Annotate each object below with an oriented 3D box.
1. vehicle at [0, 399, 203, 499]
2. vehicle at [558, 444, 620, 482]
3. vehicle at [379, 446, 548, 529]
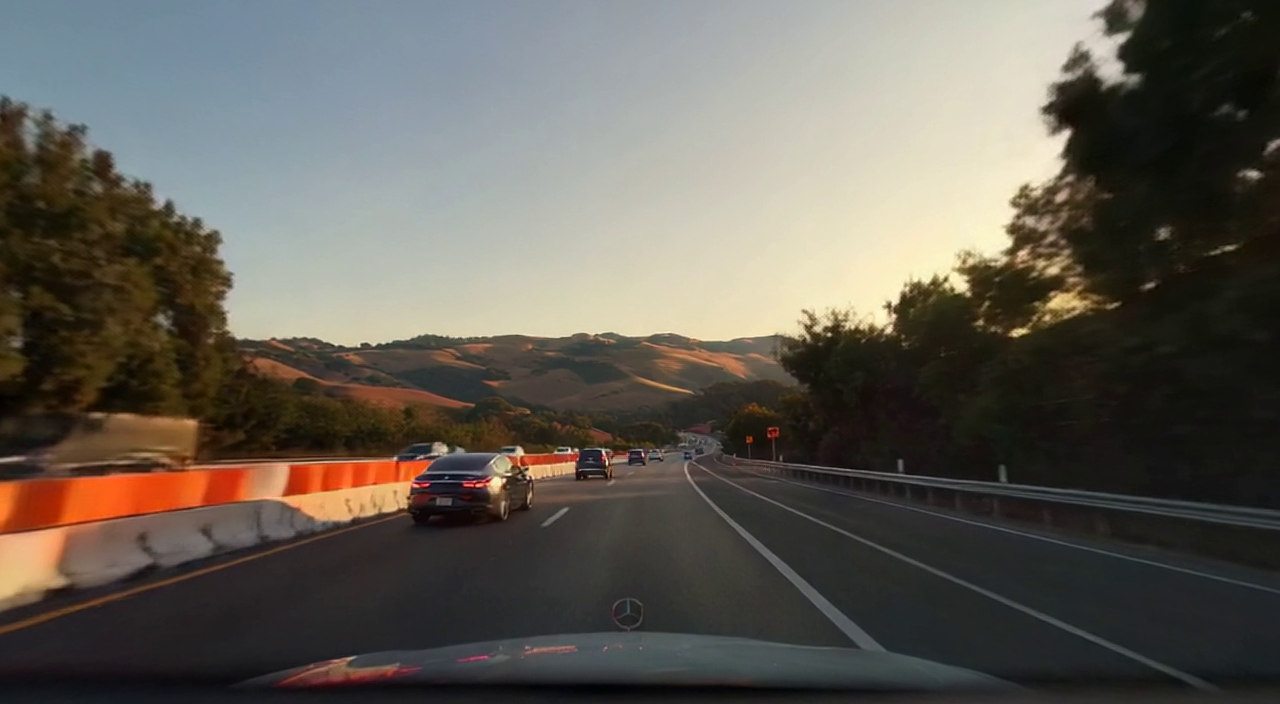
[{"bbox_3d":[-17.012,2.966,19.374,2.367,2.544,6.211,-1,-9,3],"label":"vehicle"},{"bbox_3d":[-2.088,4.747,27.139,2.094,1.480,4.124,-1,-9,3],"label":"vehicle"},{"bbox_3d":[-3.161,2.514,12.256,2.061,1.330,3.928,0,-9,1],"label":"vehicle"}]
